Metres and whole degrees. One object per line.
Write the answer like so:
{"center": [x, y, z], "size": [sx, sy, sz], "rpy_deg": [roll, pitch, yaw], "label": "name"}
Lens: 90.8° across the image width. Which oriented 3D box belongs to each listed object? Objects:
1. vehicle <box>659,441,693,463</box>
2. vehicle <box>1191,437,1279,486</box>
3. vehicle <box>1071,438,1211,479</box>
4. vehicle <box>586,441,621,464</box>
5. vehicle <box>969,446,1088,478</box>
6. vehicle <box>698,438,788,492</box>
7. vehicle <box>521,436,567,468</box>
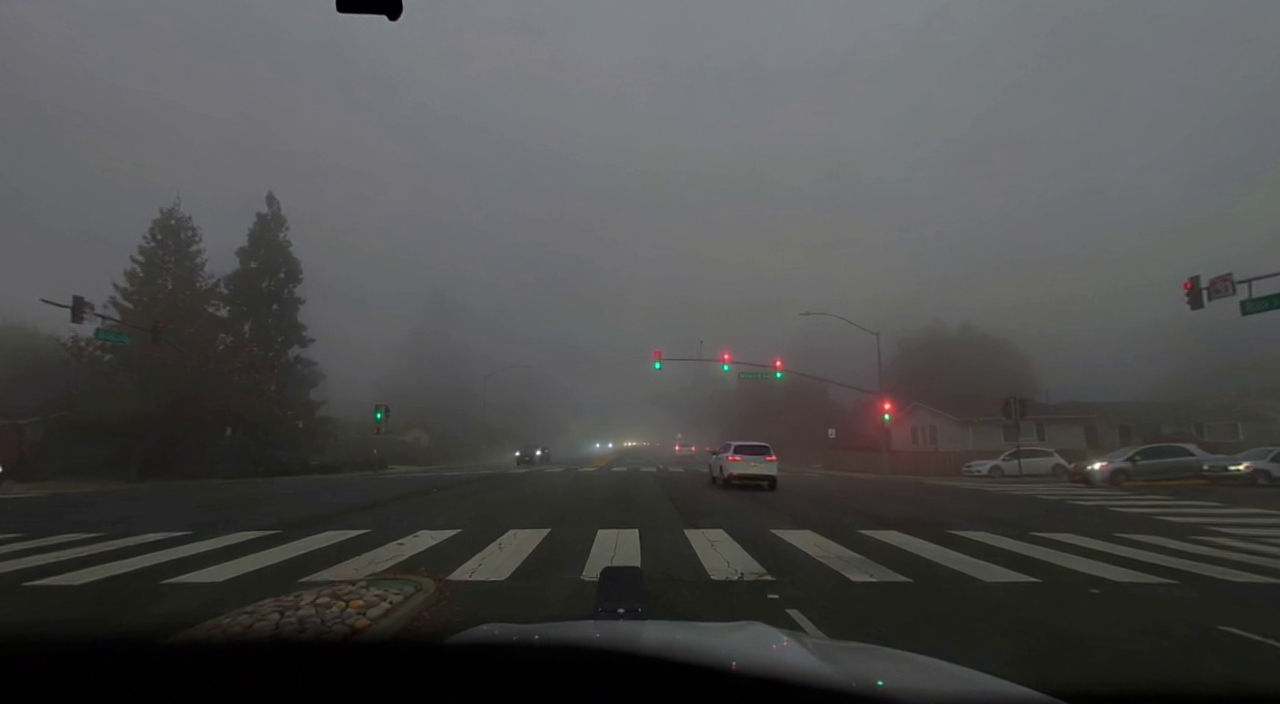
{"center": [2.641, 7.422, 46.899], "size": [2.142, 1.506, 4.948], "rpy_deg": [0, -9, -1], "label": "vehicle"}
{"center": [23.629, 4.041, 23.472], "size": [4.417, 1.725, 1.969], "rpy_deg": [0, -9, -1], "label": "vehicle"}
{"center": [23.497, 4.989, 29.751], "size": [4.807, 1.835, 2.033], "rpy_deg": [0, -9, -1], "label": "vehicle"}
{"center": [-2.400, 6.714, 42.287], "size": [2.045, 1.484, 3.991], "rpy_deg": [0, -9, 0], "label": "vehicle"}
{"center": [19.733, 5.606, 32.246], "size": [4.874, 1.544, 1.779], "rpy_deg": [0, -9, 1], "label": "vehicle"}
{"center": [2.992, 3.397, 19.376], "size": [1.947, 1.467, 4.455], "rpy_deg": [0, -9, -1], "label": "vehicle"}
{"center": [-5.444, 5.688, 36.195], "size": [2.025, 1.704, 4.104], "rpy_deg": [0, -9, 0], "label": "vehicle"}
